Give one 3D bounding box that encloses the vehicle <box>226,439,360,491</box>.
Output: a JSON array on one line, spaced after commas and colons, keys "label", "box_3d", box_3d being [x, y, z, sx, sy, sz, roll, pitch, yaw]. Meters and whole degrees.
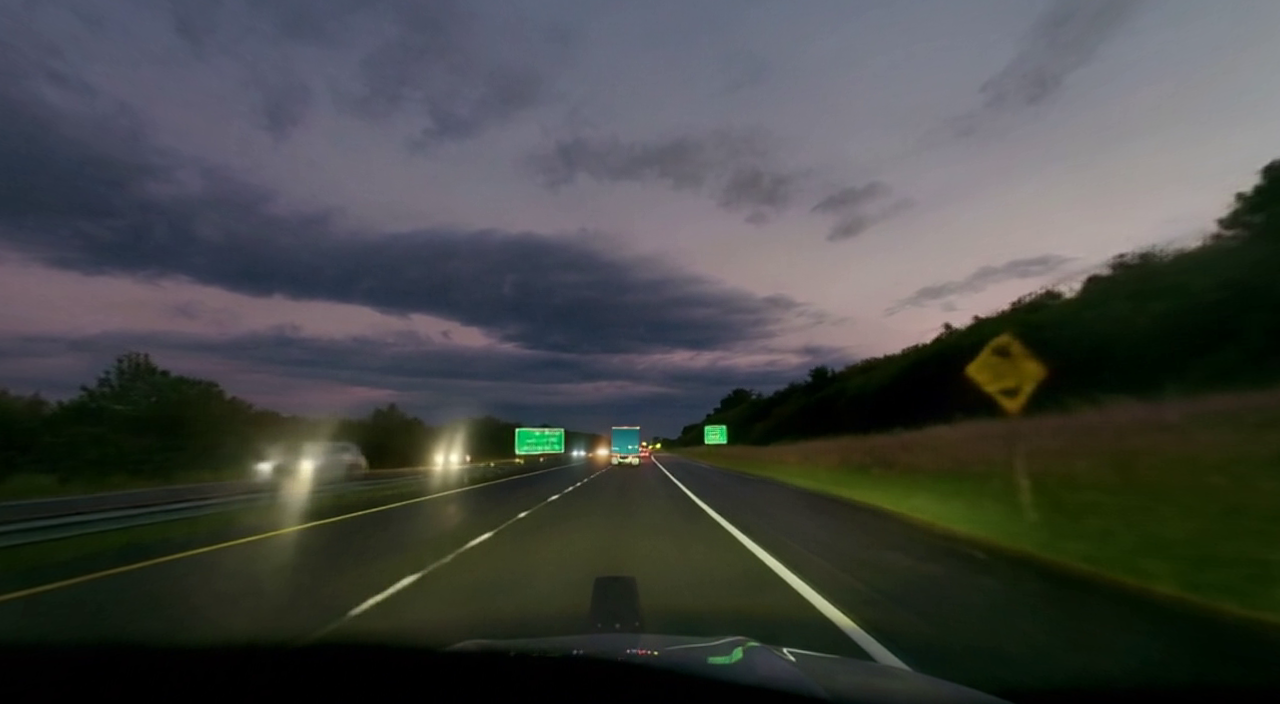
[{"label": "vehicle", "box_3d": [-12.166, 3.988, 22.581, 2.111, 1.612, 4.711, 0, -9, 0]}]
